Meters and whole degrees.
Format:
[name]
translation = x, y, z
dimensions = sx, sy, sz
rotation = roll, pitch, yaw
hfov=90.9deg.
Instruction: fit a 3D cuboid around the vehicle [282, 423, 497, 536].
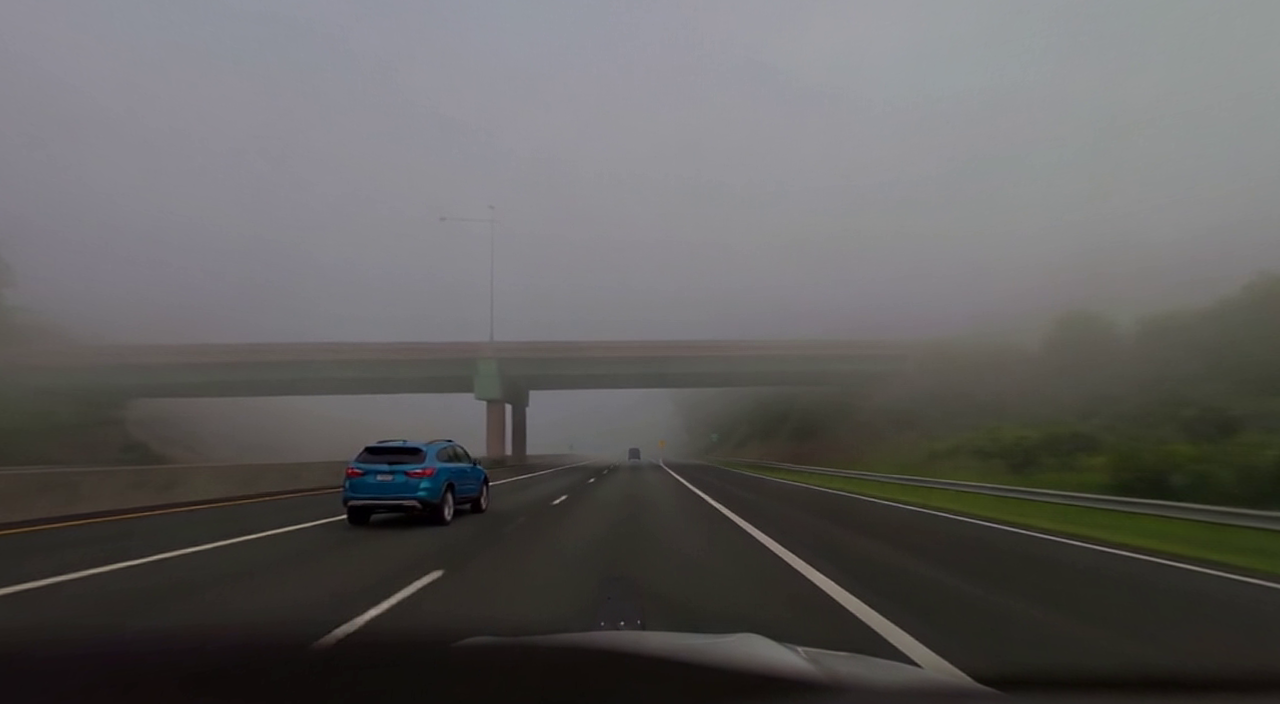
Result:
[vehicle]
translation = -4.457, 2.362, 12.270
dimensions = 2.221, 1.750, 4.706
rotation = 0, -9, 0
